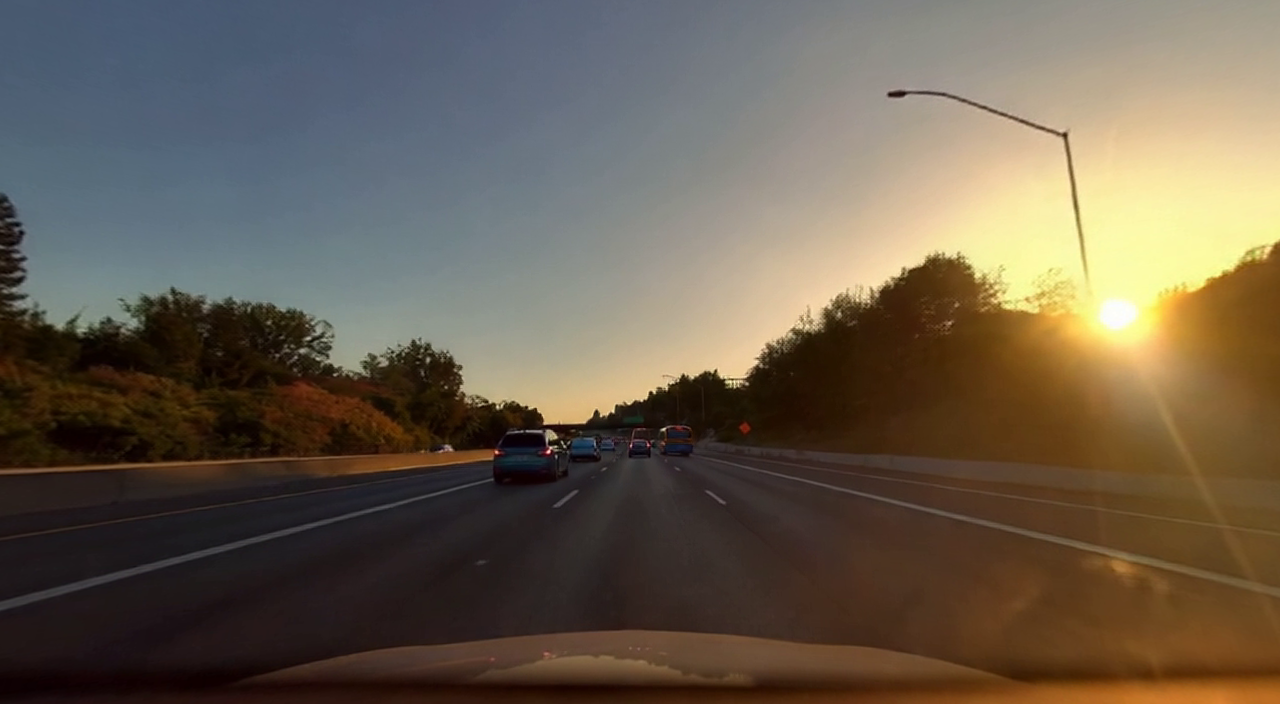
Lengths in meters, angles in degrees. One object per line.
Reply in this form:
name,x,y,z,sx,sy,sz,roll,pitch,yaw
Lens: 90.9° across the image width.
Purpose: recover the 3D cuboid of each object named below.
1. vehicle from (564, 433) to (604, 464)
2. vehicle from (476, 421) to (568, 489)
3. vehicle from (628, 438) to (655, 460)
vehicle,-3.495,6.133,40.243,2.155,1.843,4.567,0,-8,0
vehicle,-3.639,3.283,20.343,2.016,1.898,4.458,0,-8,1
vehicle,0.127,7.632,49.539,2.042,1.632,3.654,0,-8,-1
